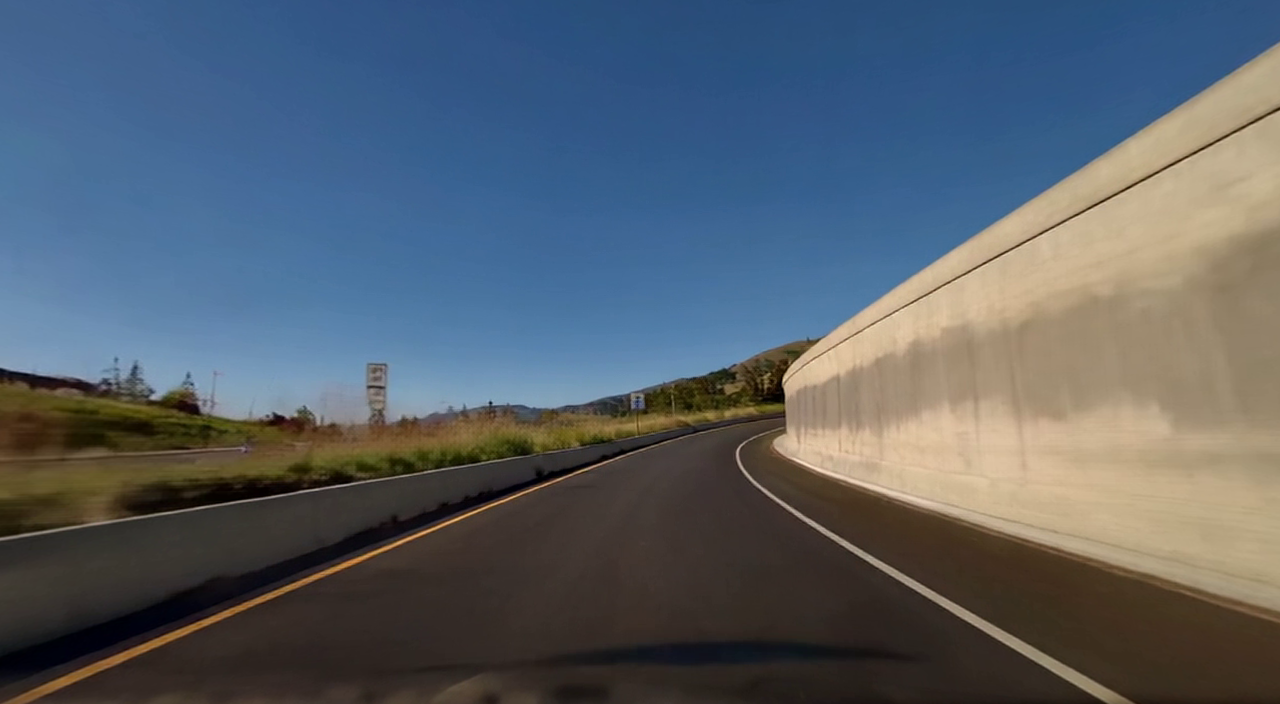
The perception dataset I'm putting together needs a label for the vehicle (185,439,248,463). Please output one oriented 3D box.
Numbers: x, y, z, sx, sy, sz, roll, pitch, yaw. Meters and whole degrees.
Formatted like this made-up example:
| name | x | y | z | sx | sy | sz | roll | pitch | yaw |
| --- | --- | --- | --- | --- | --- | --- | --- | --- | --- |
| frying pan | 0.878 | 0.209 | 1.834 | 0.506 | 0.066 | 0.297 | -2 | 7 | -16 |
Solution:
| name | x | y | z | sx | sy | sz | roll | pitch | yaw |
| --- | --- | --- | --- | --- | --- | --- | --- | --- | --- |
| vehicle | -27.681 | 6.438 | 41.274 | 1.895 | 1.451 | 4.168 | 1 | -8 | -11 |
